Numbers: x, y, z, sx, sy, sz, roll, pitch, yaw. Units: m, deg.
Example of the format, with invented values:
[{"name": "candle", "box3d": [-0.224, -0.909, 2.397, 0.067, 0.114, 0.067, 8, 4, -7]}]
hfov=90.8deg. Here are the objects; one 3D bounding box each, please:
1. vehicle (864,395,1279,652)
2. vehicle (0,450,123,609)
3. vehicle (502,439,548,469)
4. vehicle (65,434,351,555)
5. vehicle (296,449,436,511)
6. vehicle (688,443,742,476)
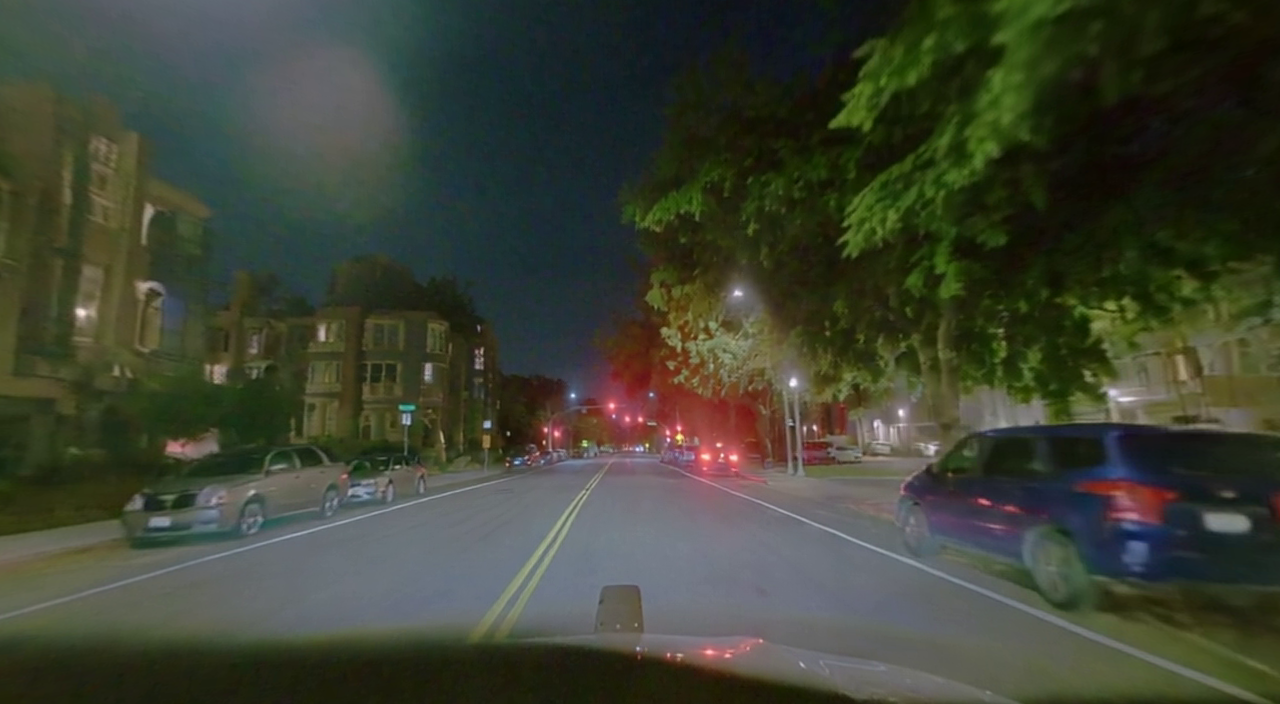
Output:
[{"name": "vehicle", "box3d": [4.278, 1.482, 6.586, 1.992, 1.703, 4.503, 0, -8, -3]}, {"name": "vehicle", "box3d": [-6.826, 1.515, 4.909, 1.811, 1.454, 4.610, 0, -8, -2]}, {"name": "vehicle", "box3d": [-8.274, 7.404, 46.043, 2.420, 2.004, 5.615, 0, -8, -2]}, {"name": "vehicle", "box3d": [-7.246, 2.378, 11.348, 2.092, 1.706, 4.356, 0, -8, -1]}, {"name": "vehicle", "box3d": [-7.293, 3.415, 17.401, 1.954, 1.430, 4.395, 0, -8, -1]}, {"name": "vehicle", "box3d": [3.718, 5.419, 32.142, 1.955, 1.536, 4.395, 1, -8, -4]}]
